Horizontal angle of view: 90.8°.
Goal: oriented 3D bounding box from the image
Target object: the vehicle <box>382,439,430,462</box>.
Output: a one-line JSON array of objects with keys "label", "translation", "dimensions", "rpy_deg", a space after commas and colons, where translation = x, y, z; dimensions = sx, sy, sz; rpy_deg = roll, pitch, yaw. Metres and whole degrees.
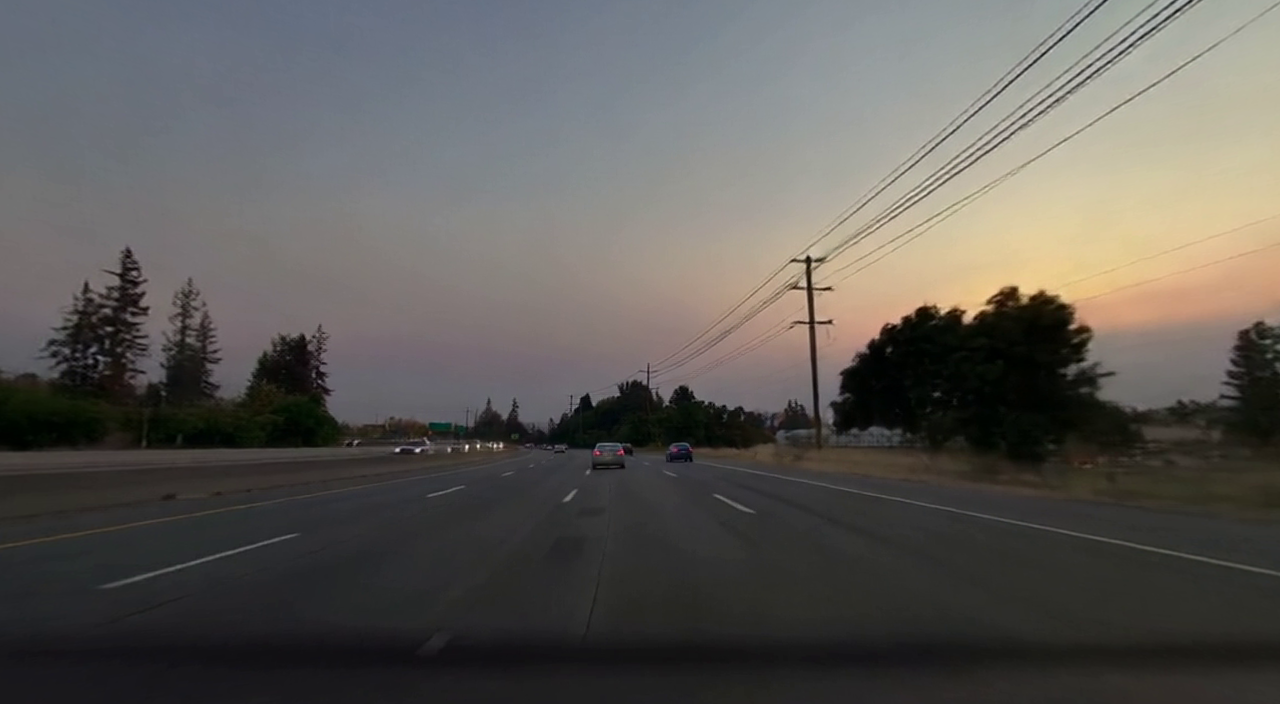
[{"label": "vehicle", "translation": [-16.248, 6.851, 44.112], "dimensions": [1.890, 1.507, 4.764], "rpy_deg": [1, -8, -4]}]

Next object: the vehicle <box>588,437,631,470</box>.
[{"label": "vehicle", "translation": [-1.691, 5.536, 34.634], "dimensions": [2.188, 1.714, 3.921], "rpy_deg": [0, -8, -3]}]

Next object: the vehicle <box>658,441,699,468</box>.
[{"label": "vehicle", "translation": [2.174, 5.950, 36.802], "dimensions": [1.789, 1.503, 3.897], "rpy_deg": [1, -8, -5]}]
